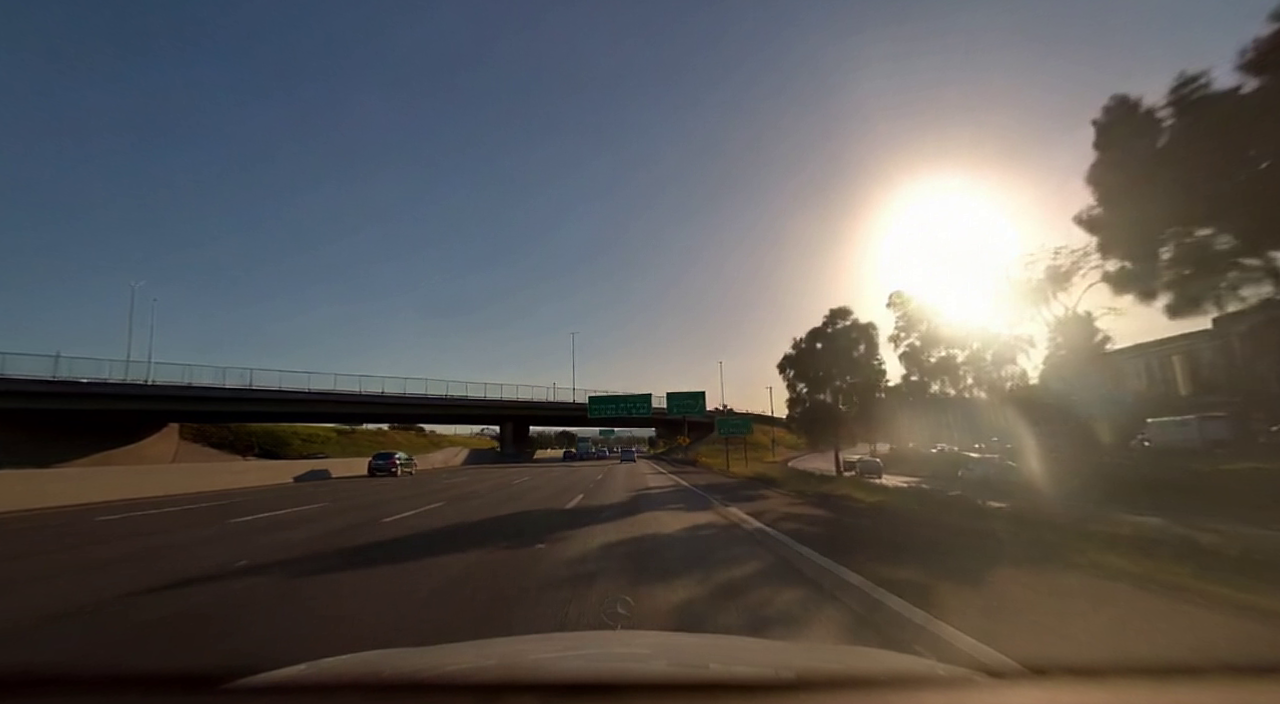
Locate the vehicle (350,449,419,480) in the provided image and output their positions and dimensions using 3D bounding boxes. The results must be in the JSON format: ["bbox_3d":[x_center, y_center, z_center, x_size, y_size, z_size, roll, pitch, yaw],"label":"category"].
[{"bbox_3d":[-14.275,6.304,35.621,2.057,1.619,4.443,0,-9,0],"label":"vehicle"}]

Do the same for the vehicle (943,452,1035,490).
[{"bbox_3d":[18.181,6.196,33.285,2.172,1.778,5.085,0,-9,4],"label":"vehicle"}]
